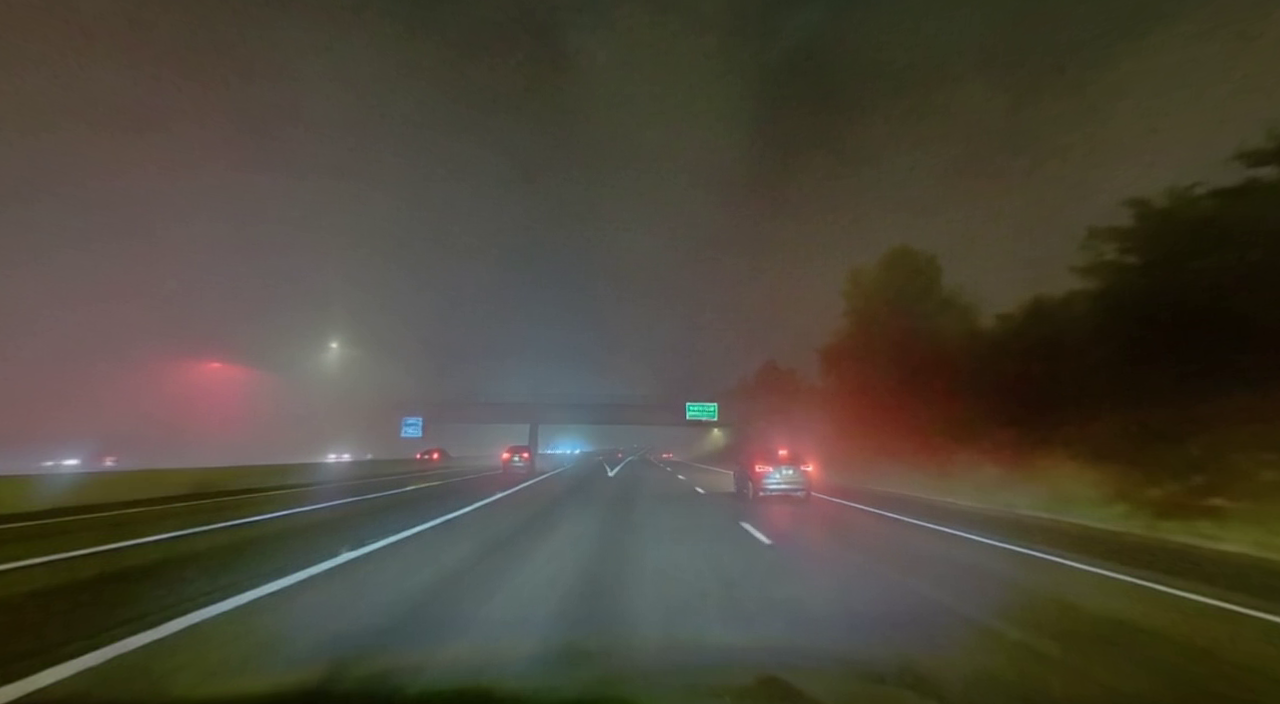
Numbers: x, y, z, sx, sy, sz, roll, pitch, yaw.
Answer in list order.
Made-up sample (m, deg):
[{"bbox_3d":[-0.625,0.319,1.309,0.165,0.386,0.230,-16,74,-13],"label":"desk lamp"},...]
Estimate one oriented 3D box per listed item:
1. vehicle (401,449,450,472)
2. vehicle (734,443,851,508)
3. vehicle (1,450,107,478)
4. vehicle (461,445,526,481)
[{"bbox_3d":[-14.937,7.587,44.176,1.919,1.497,4.765,0,-9,-2],"label":"vehicle"},{"bbox_3d":[3.966,3.287,17.234,2.079,1.535,4.316,0,-9,-1],"label":"vehicle"},{"bbox_3d":[-38.513,7.354,41.608,1.976,1.712,5.338,0,-9,-2],"label":"vehicle"},{"bbox_3d":[-6.764,5.161,29.612,2.072,1.545,4.687,0,-9,-2],"label":"vehicle"}]
